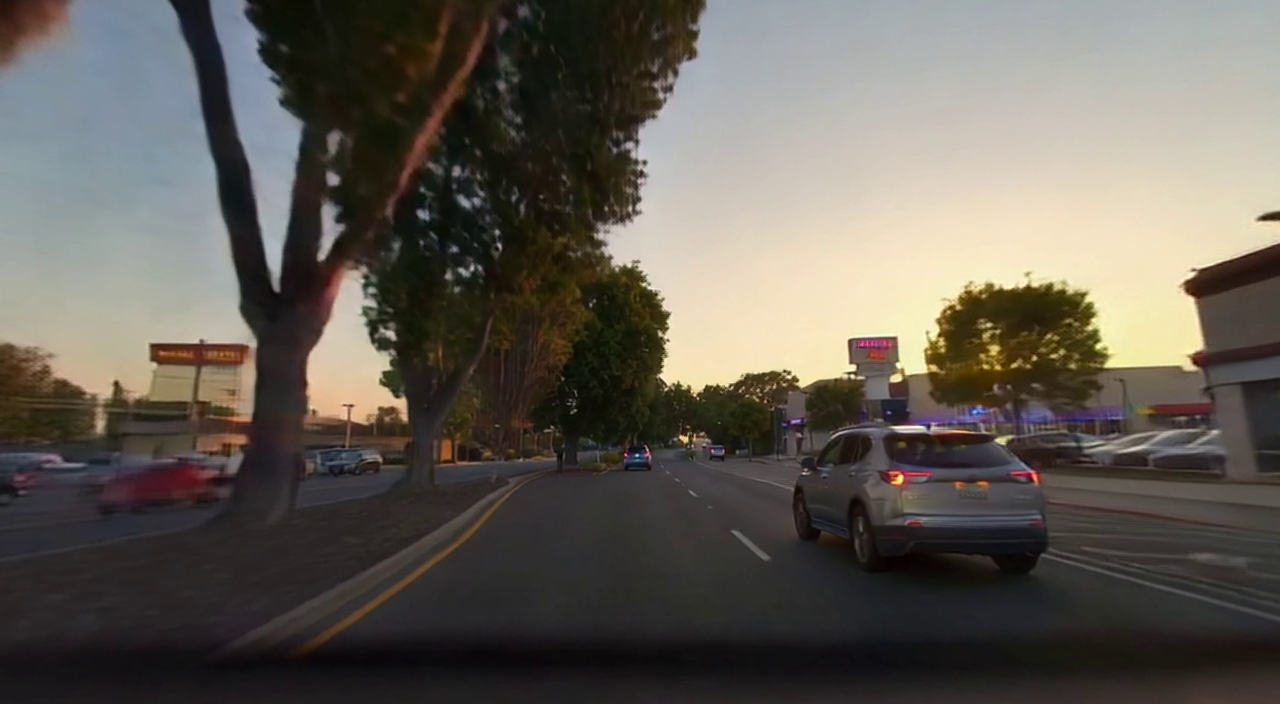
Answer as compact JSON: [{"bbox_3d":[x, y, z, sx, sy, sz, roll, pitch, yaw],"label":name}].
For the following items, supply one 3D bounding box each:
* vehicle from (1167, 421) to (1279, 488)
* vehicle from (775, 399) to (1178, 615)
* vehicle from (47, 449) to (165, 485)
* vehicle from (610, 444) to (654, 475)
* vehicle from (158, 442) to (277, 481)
[{"bbox_3d":[20.167,3.088,19.630,5.434,1.879,2.270,-3,-9,-1],"label":"vehicle"},{"bbox_3d":[3.167,1.557,7.296,2.110,1.698,4.397,0,-9,-2],"label":"vehicle"},{"bbox_3d":[-28.757,6.177,34.331,1.942,1.695,5.231,1,-9,-2],"label":"vehicle"},{"bbox_3d":[-0.409,5.488,32.531,2.126,1.475,3.967,0,-9,-1],"label":"vehicle"},{"bbox_3d":[-25.912,6.733,38.925,5.776,1.932,2.226,-4,-9,0],"label":"vehicle"}]
